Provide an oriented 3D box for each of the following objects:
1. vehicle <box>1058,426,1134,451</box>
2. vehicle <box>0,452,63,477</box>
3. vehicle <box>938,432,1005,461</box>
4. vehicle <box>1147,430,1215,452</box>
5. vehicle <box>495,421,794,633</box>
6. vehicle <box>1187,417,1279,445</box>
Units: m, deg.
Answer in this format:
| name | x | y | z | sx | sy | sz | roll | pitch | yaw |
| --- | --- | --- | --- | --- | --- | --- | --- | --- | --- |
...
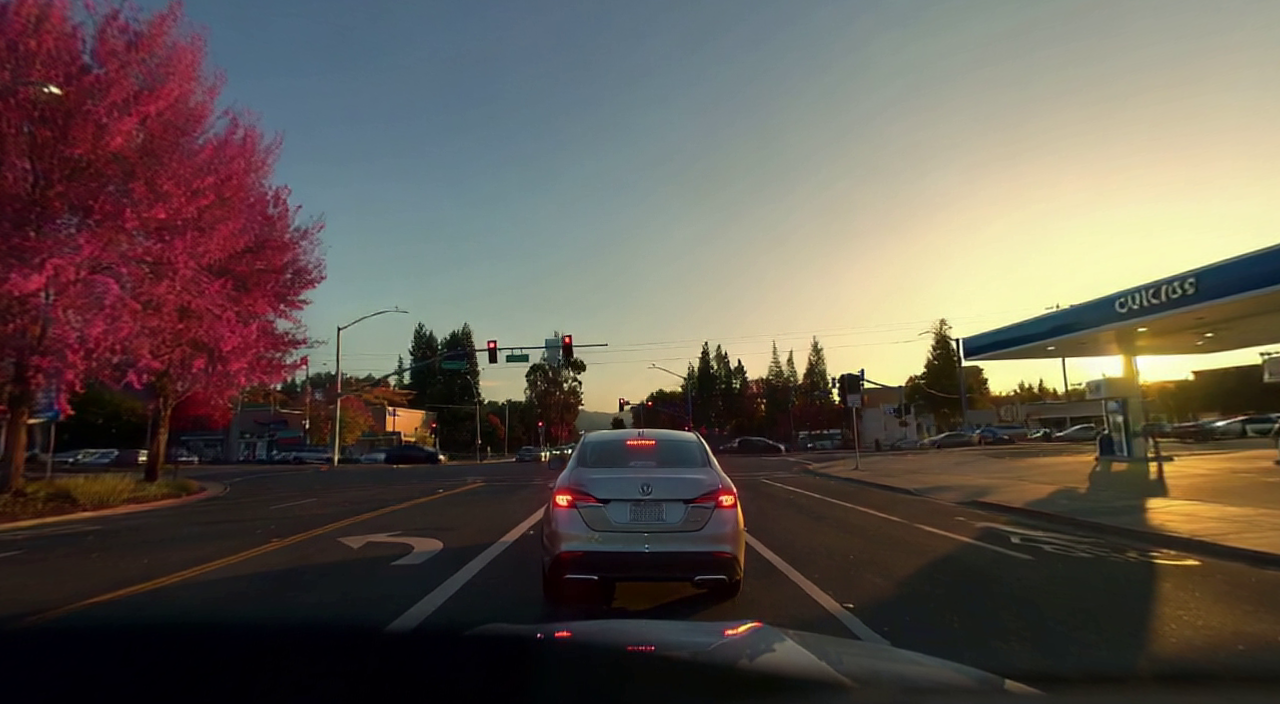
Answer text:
| name | x | y | z | sx | sy | sz | roll | pitch | yaw |
| --- | --- | --- | --- | --- | --- | --- | --- | --- | --- |
| vehicle | 34.595 | 6.595 | 47.904 | 4.294 | 1.557 | 1.744 | -4 | -8 | 1 |
| vehicle | -40.080 | 7.111 | 39.847 | 4.813 | 1.455 | 1.889 | 3 | -9 | -20 |
| vehicle | 18.385 | 5.239 | 34.859 | 2.053 | 1.495 | 4.091 | -8 | -12 | 44 |
| vehicle | 40.937 | 6.721 | 47.715 | 3.573 | 1.432 | 1.604 | -3 | -8 | 1 |
| vehicle | 0.009 | 1.537 | 6.564 | 2.112 | 1.482 | 4.057 | 0 | -8 | -1 |
| vehicle | 36.315 | 4.860 | 38.482 | 1.848 | 1.581 | 4.475 | -1 | -8 | 3 |
